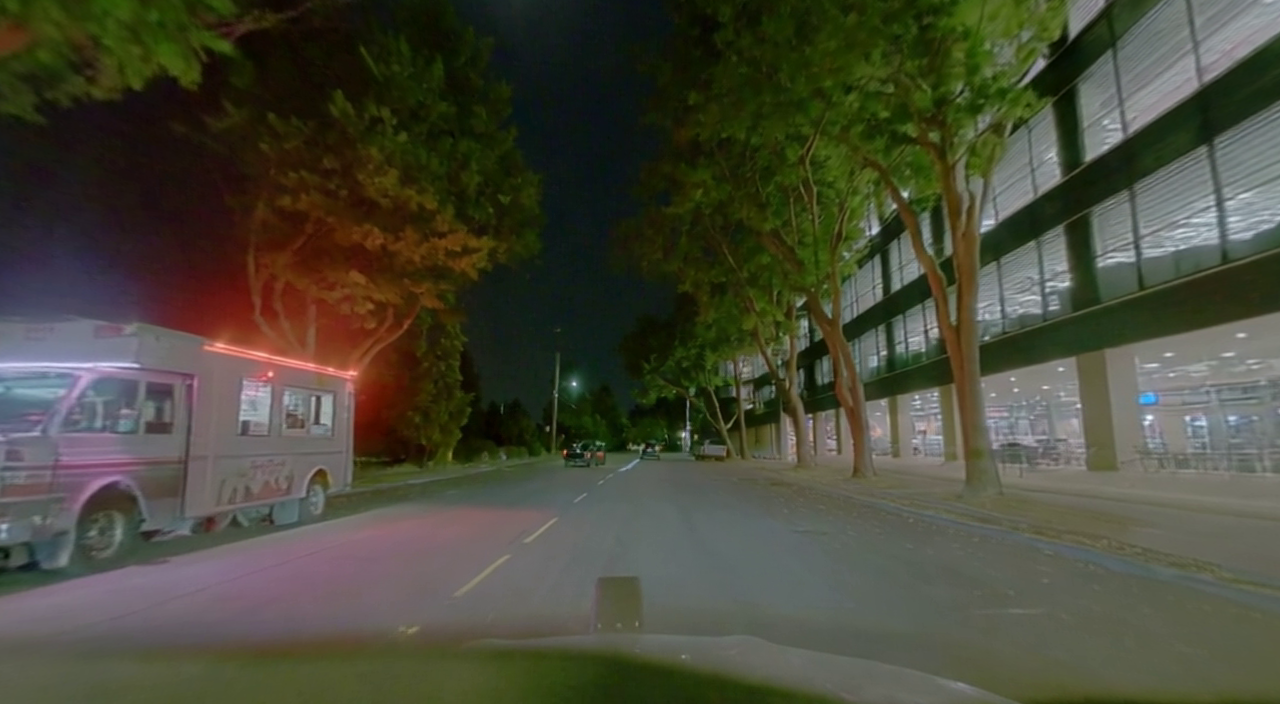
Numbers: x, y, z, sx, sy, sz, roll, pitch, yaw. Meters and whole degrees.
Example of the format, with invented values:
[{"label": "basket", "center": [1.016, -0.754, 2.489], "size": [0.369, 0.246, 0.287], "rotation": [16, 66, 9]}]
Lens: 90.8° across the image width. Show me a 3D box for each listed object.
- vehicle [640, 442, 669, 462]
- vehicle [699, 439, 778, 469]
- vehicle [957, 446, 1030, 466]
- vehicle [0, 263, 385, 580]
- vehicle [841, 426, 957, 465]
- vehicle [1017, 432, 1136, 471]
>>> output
[{"label": "vehicle", "center": [1.083, 7.688, 48.543], "size": [2.046, 1.445, 4.001], "rotation": [0, -8, -1]}, {"label": "vehicle", "center": [6.079, 6.253, 38.962], "size": [4.626, 1.723, 1.939], "rotation": [5, -10, -31]}, {"label": "vehicle", "center": [27.486, 8.104, 49.166], "size": [4.558, 1.452, 1.790], "rotation": [0, -8, 0]}, {"label": "vehicle", "center": [-6.966, 1.188, 9.952], "size": [2.968, 3.222, 7.036], "rotation": [-1, -9, 0]}, {"label": "vehicle", "center": [14.573, 5.299, 35.836], "size": [5.540, 2.045, 2.259], "rotation": [-1, -8, 0]}, {"label": "vehicle", "center": [26.672, 6.095, 38.741], "size": [5.596, 2.168, 2.307], "rotation": [1, -8, -2]}]
